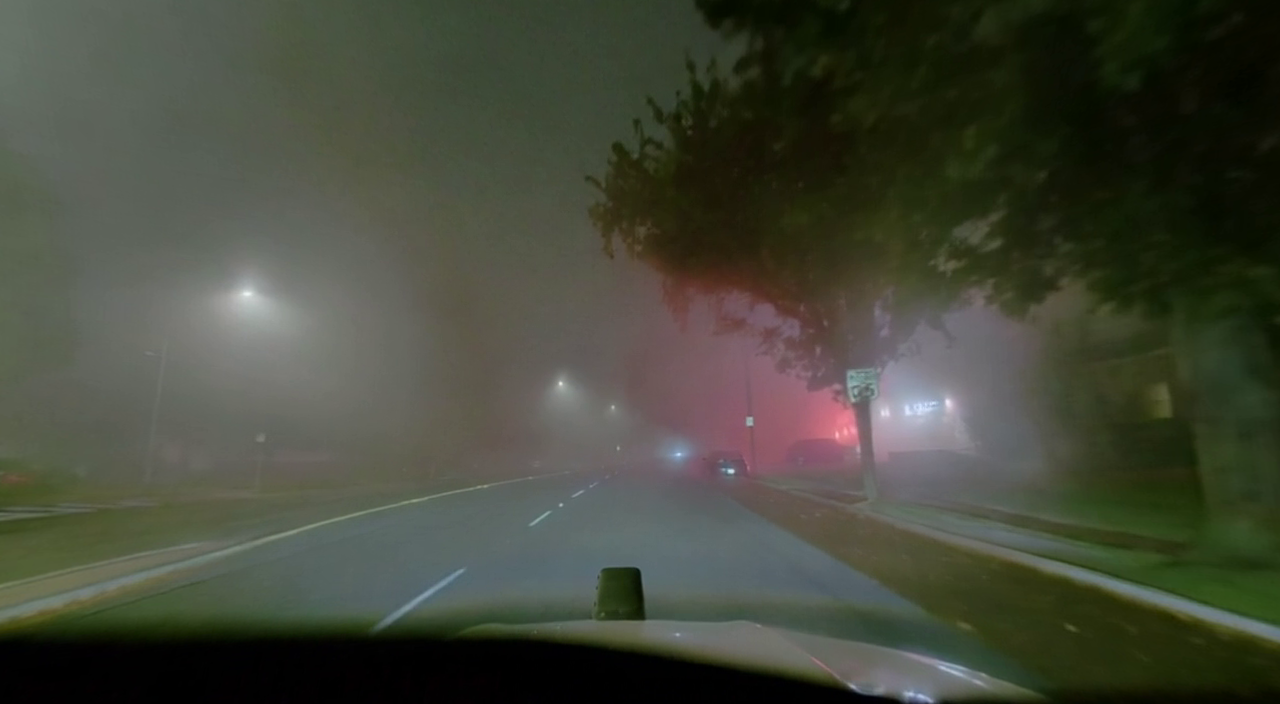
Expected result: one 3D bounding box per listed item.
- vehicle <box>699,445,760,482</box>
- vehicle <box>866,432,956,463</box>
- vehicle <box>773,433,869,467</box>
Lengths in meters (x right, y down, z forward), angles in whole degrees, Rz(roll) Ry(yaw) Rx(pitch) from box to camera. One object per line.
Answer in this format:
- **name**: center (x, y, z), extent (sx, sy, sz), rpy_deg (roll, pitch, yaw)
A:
- **vehicle**: center (3.948, 4.990, 28.675), extent (2.080, 1.503, 4.821), rpy_deg (0, -9, 1)
- **vehicle**: center (15.578, 5.498, 36.527), extent (4.290, 1.717, 2.013), rpy_deg (-1, -9, 7)
- **vehicle**: center (11.322, 6.164, 39.803), extent (5.369, 1.860, 2.163), rpy_deg (-3, -9, 5)
